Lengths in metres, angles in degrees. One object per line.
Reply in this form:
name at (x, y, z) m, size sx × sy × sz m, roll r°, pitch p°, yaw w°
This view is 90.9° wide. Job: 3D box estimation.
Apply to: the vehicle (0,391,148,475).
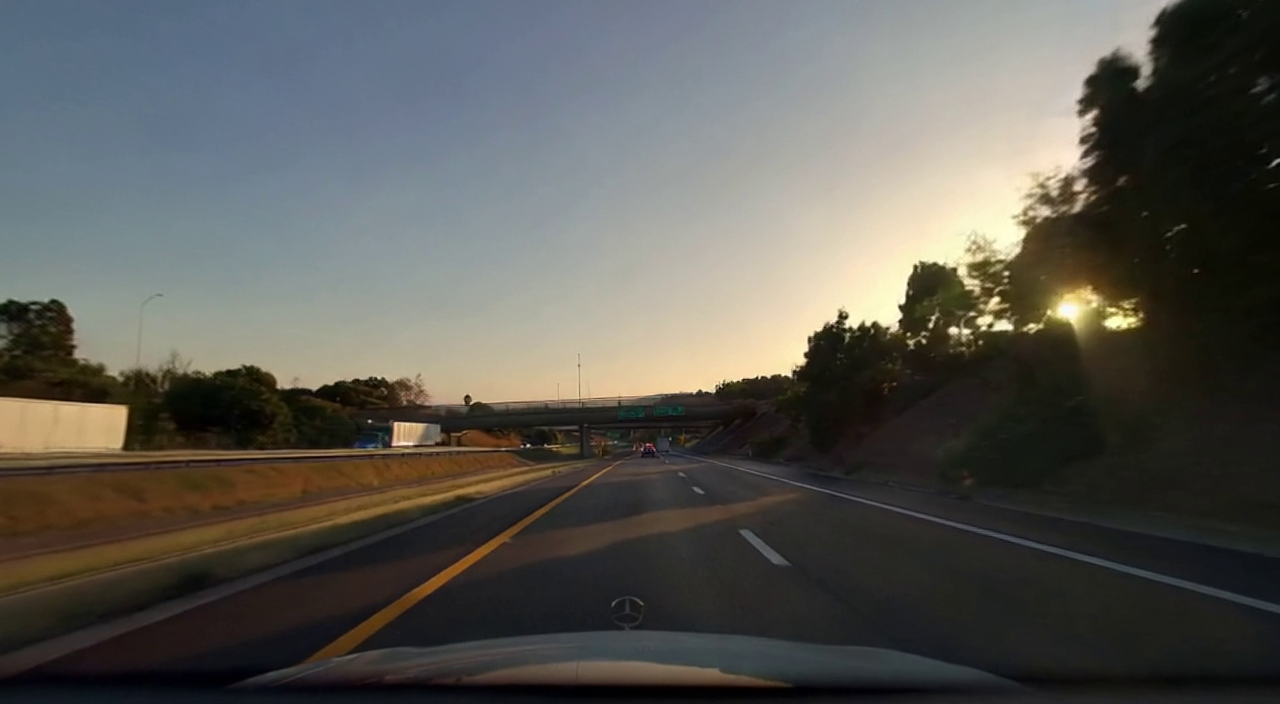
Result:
vehicle at (-33.494, 4.307, 33.167) m, size 2.899 × 4.181 × 15.493 m, roll 0°, pitch -8°, yaw 0°
